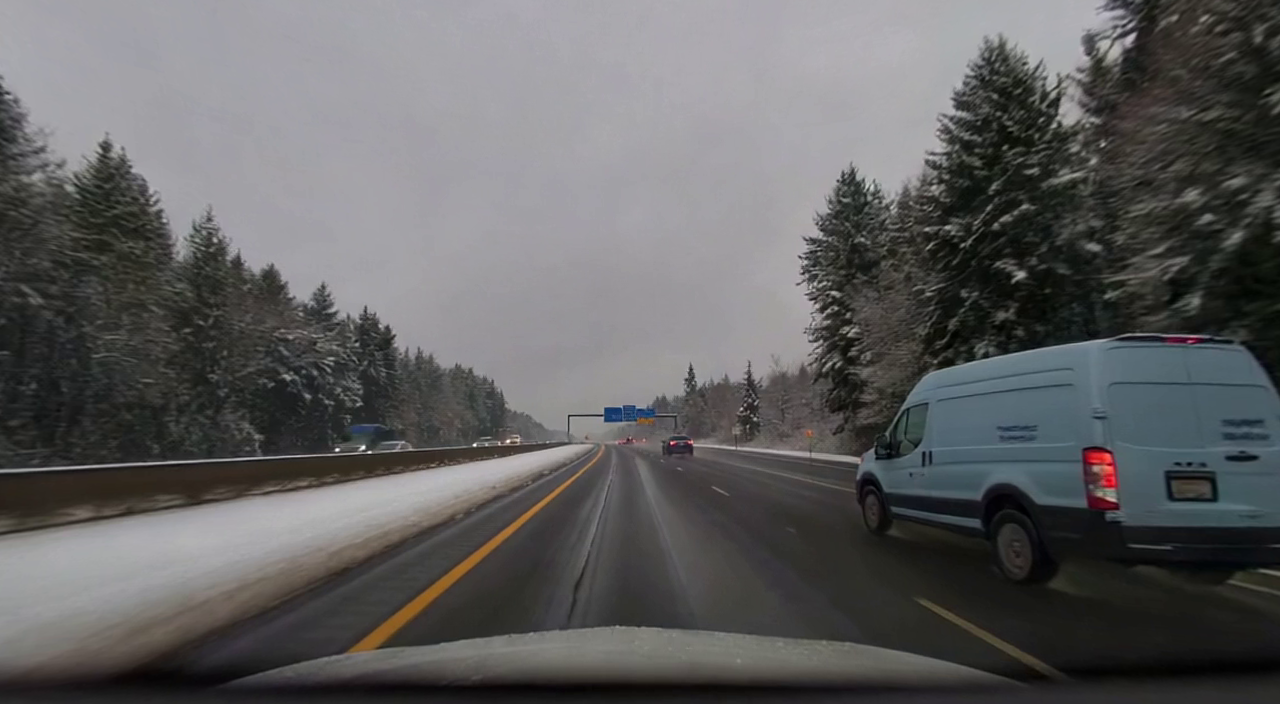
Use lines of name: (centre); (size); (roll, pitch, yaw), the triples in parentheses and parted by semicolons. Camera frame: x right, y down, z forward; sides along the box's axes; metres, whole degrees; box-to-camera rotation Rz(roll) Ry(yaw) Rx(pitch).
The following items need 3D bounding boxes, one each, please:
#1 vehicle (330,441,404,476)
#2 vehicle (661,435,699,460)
vehicle: (-13.464, 5.249, 31.344); (1.936, 1.579, 4.121); (0, -8, -2)
vehicle: (2.531, 6.147, 40.636); (1.958, 1.526, 4.227); (1, -8, -3)
